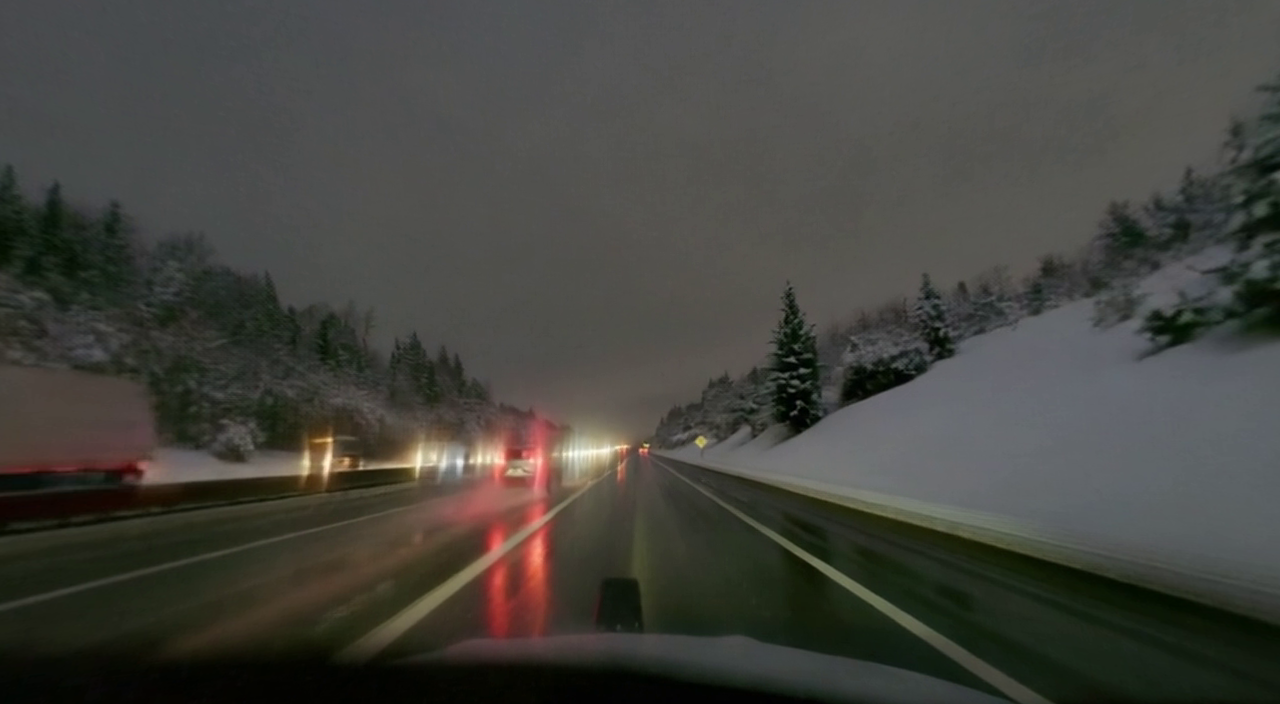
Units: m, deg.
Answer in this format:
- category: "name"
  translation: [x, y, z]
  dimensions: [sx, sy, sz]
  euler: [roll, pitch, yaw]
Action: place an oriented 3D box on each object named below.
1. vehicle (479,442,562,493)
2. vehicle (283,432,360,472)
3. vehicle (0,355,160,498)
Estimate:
- category: "vehicle"
  translation: [-3.809, 3.763, 20.709]
  dimensions: [1.933, 1.497, 3.973]
  euler: [0, -9, 1]
- category: "vehicle"
  translation: [-23.010, 7.275, 45.603]
  dimensions: [2.438, 2.716, 5.506]
  euler: [0, -9, 2]
- category: "vehicle"
  translation: [-19.839, 1.994, 16.995]
  dimensions: [2.892, 4.074, 13.567]
  euler: [0, -9, 0]
